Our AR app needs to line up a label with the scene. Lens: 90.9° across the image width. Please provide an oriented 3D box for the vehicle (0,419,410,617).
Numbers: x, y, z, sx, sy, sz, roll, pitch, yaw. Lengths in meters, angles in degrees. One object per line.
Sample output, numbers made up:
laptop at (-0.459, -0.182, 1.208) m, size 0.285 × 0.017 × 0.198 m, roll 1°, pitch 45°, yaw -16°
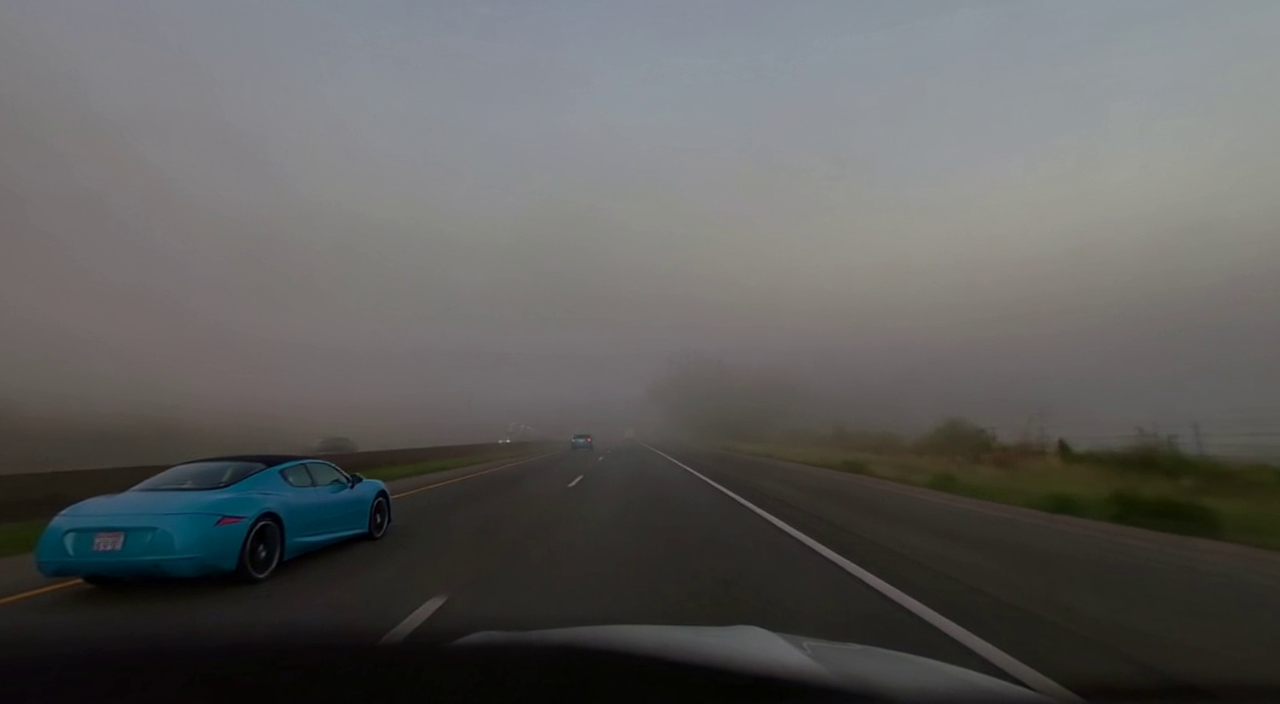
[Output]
vehicle at (-4.177, 1.483, 6.691) m, size 1.969 × 1.413 × 4.194 m, roll 0°, pitch -8°, yaw -1°

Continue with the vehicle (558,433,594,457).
vehicle at (-4.095, 5.984, 40.649) m, size 2.024 × 1.456 × 3.754 m, roll 0°, pitch -8°, yaw -1°
